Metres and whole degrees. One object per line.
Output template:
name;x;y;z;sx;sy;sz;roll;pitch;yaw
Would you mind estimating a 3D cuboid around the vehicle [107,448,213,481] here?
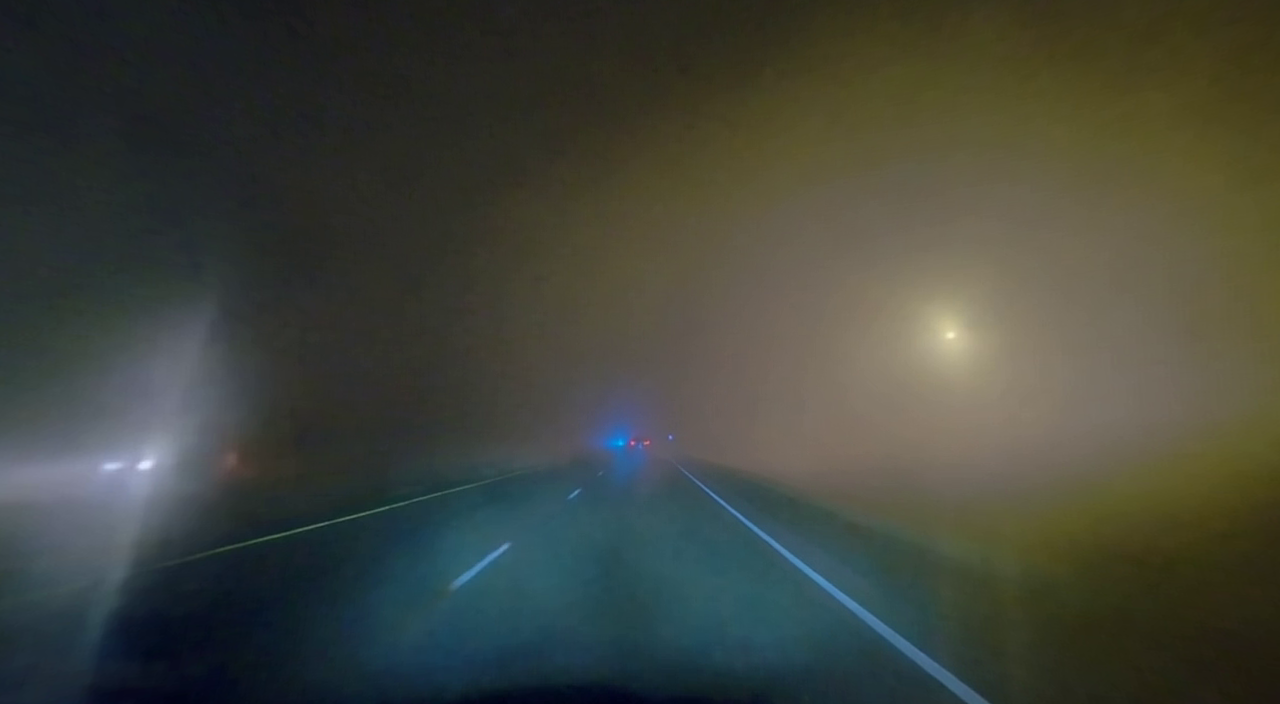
vehicle;-22.050;5.153;29.175;1.834;1.393;3.869;0;-8;0
